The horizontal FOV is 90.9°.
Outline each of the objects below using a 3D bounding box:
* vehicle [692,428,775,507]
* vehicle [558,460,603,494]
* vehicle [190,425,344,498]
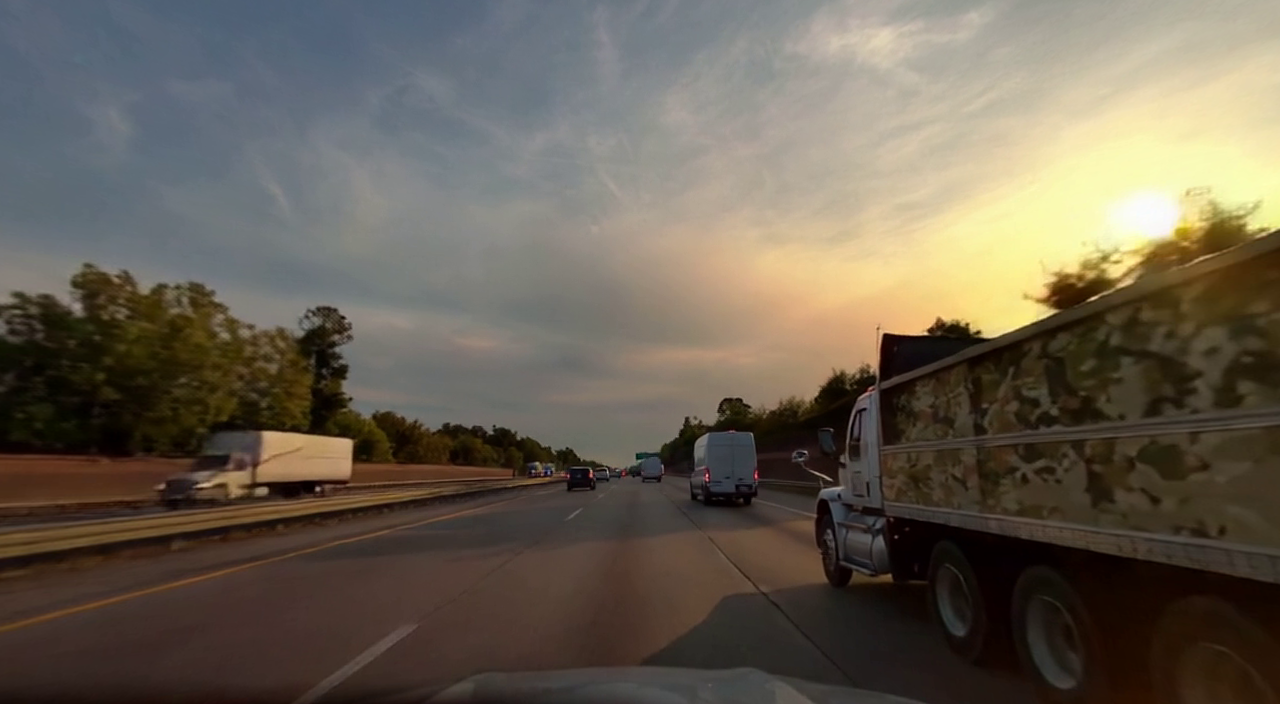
[{"bbox_3d":[3.855,4.976,27.192,2.703,2.988,5.097,1,-11,-1],"label":"vehicle"},{"bbox_3d":[-3.511,7.519,37.991,2.204,1.852,4.661,1,-11,0],"label":"vehicle"},{"bbox_3d":[-19.545,5.947,33.901,2.866,3.364,8.471,1,-11,1],"label":"vehicle"}]
